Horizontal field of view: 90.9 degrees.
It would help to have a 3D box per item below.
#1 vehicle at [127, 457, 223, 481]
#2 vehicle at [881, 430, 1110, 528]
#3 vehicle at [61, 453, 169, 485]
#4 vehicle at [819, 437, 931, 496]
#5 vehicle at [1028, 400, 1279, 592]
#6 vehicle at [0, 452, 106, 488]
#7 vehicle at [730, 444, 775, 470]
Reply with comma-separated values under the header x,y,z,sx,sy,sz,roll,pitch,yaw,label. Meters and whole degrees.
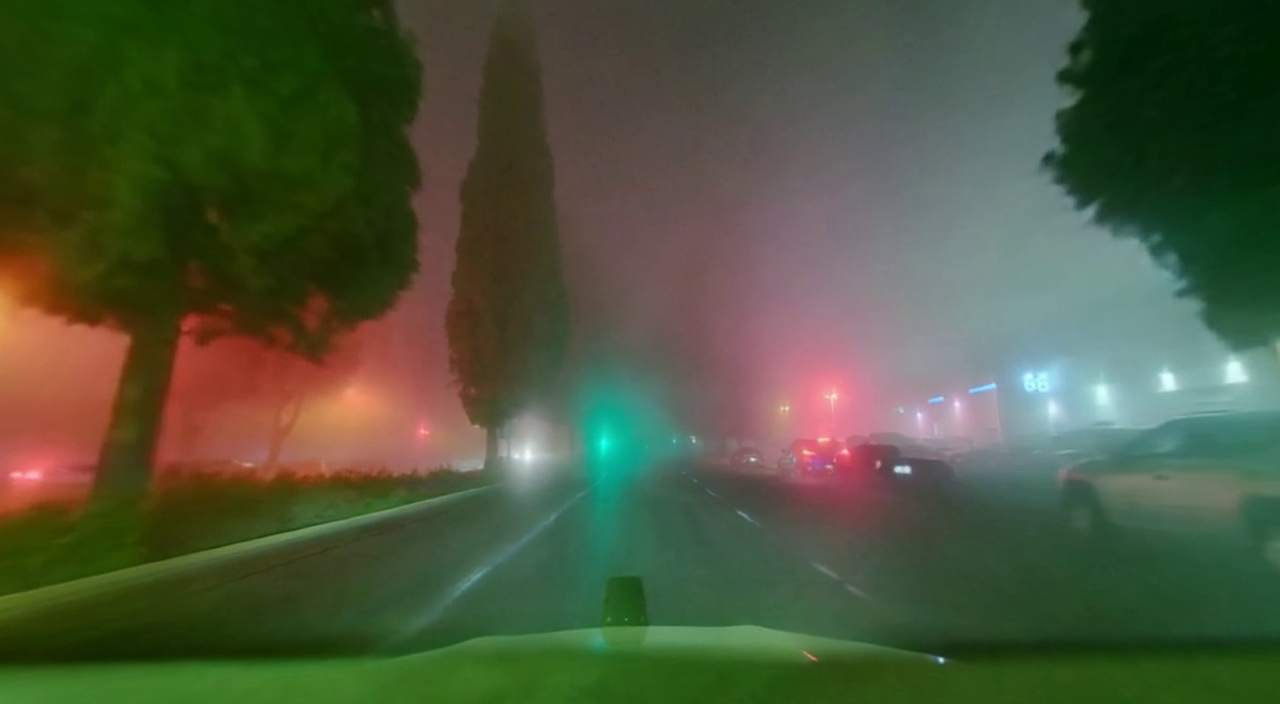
x,y,z,sx,sy,sz,roll,pitch,yaw,label
-31.452,7.901,42.739,4.795,1.555,2.221,0,-9,2,vehicle
6.945,2.515,13.124,1.986,1.634,4.783,0,-8,0,vehicle
-32.225,7.178,38.754,4.663,1.861,2.194,0,-9,2,vehicle
7.141,3.500,19.679,1.919,1.616,4.315,0,-8,1,vehicle
6.886,1.492,6.984,2.084,1.736,4.754,0,-9,0,vehicle
-32.265,6.339,33.895,4.963,1.714,2.311,-2,-9,-1,vehicle
7.376,6.910,41.765,2.122,1.602,4.928,-1,-9,1,vehicle
